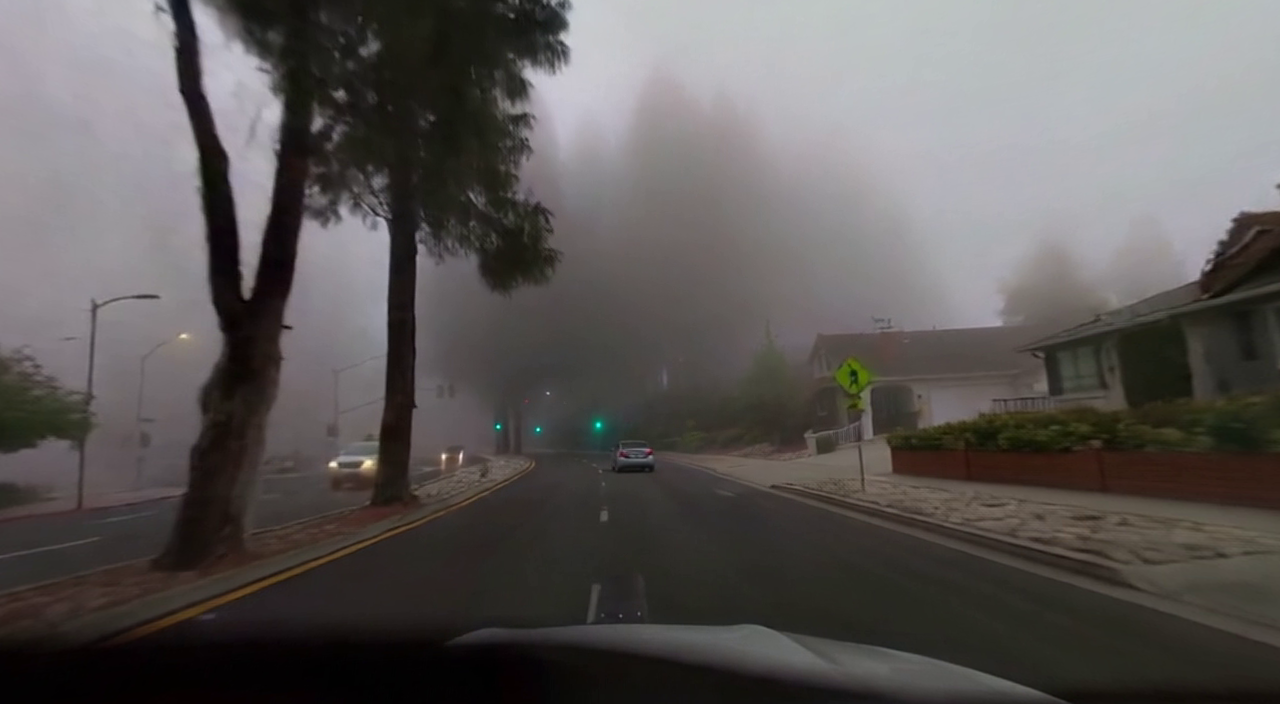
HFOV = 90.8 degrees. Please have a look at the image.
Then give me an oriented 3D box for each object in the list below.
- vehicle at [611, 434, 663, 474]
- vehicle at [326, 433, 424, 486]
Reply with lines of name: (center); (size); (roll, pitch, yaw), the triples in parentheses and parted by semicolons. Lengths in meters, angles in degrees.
vehicle: (-0.208, 4.768, 29.717); (1.990, 1.707, 4.225); (0, -9, -6)
vehicle: (-11.345, 4.635, 27.584); (2.334, 2.022, 5.653); (0, -9, -6)
